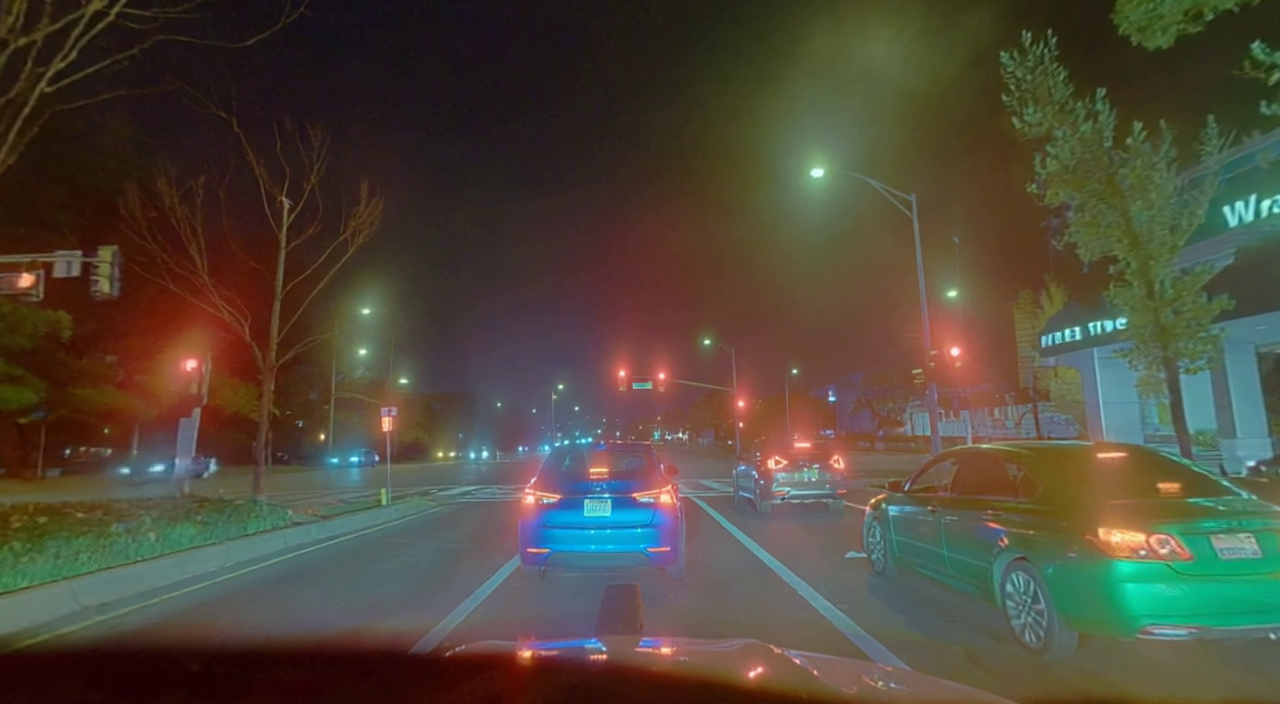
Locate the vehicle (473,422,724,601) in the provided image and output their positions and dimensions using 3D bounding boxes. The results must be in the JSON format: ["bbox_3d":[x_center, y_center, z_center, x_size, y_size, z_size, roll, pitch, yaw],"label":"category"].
[{"bbox_3d":[-0.379,1.654,7.410,2.143,1.520,3.848,0,-8,-1],"label":"vehicle"}]

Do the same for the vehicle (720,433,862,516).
[{"bbox_3d":[3.163,2.669,14.326,2.026,1.549,4.559,0,-8,-1],"label":"vehicle"}]

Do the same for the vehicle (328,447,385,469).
[{"bbox_3d":[-21.654,8.101,48.467,2.091,1.534,4.846,0,-8,1],"label":"vehicle"}]

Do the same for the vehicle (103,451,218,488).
[{"bbox_3d":[-21.925,5.367,29.175,1.863,1.496,4.389,0,-8,0],"label":"vehicle"}]

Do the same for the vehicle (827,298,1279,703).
[{"bbox_3d":[3.574,1.104,5.055,2.572,1.945,5.065,0,-8,0],"label":"vehicle"}]
